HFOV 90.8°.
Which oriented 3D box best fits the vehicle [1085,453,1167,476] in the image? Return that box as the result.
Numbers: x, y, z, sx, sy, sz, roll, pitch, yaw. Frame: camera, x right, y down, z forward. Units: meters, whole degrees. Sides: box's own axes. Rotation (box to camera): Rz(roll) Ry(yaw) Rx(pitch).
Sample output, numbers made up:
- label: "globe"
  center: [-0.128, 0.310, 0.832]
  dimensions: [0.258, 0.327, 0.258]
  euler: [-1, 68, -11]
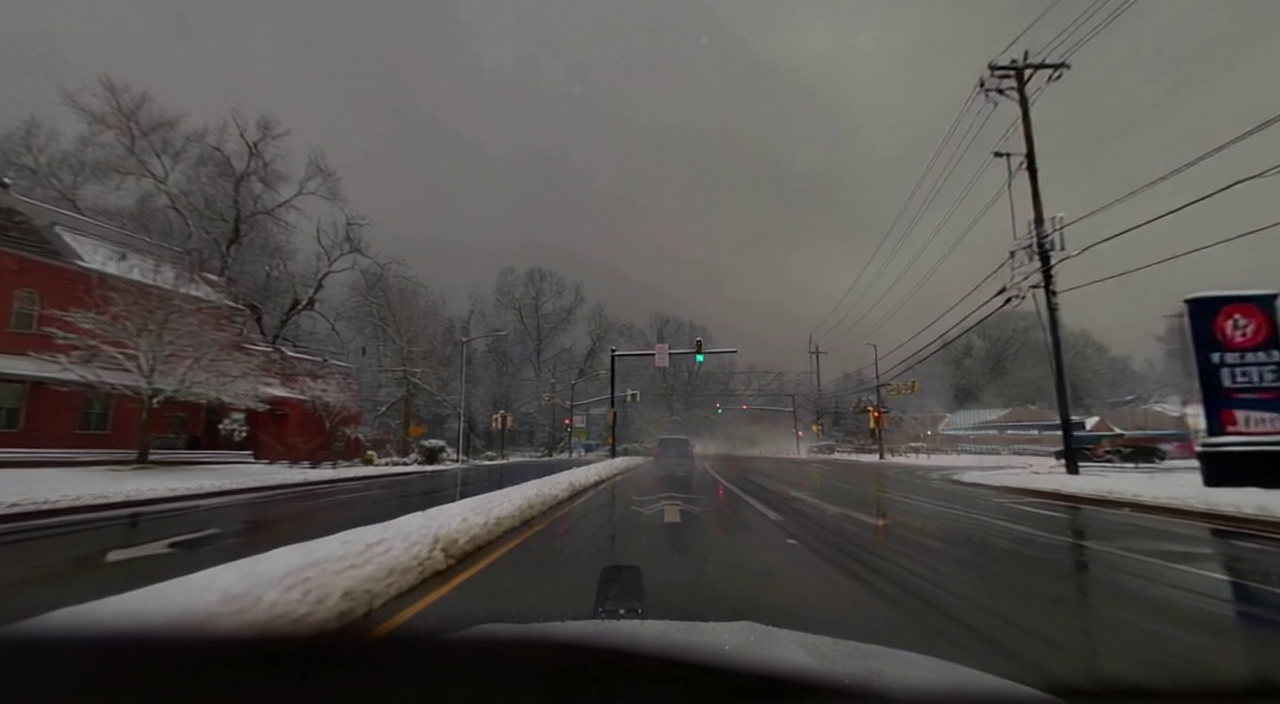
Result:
- label: "vehicle"
  center: [33.377, 7.711, 43.453]
  dimensions: [4.205, 1.478, 1.782]
  euler: [-8, -11, 41]

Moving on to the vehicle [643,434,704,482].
- label: "vehicle"
  center: [1.273, 3.906, 23.556]
  dimensions: [2.032, 1.621, 4.082]
  euler: [-1, -9, 4]

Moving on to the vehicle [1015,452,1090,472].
- label: "vehicle"
  center: [32.426, 8.619, 49.760]
  dimensions: [4.597, 1.494, 1.882]
  euler: [-8, -11, 42]

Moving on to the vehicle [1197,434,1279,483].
- label: "vehicle"
  center: [25.197, 4.182, 25.047]
  dimensions: [4.553, 1.799, 2.103]
  euler: [1, -9, -10]
